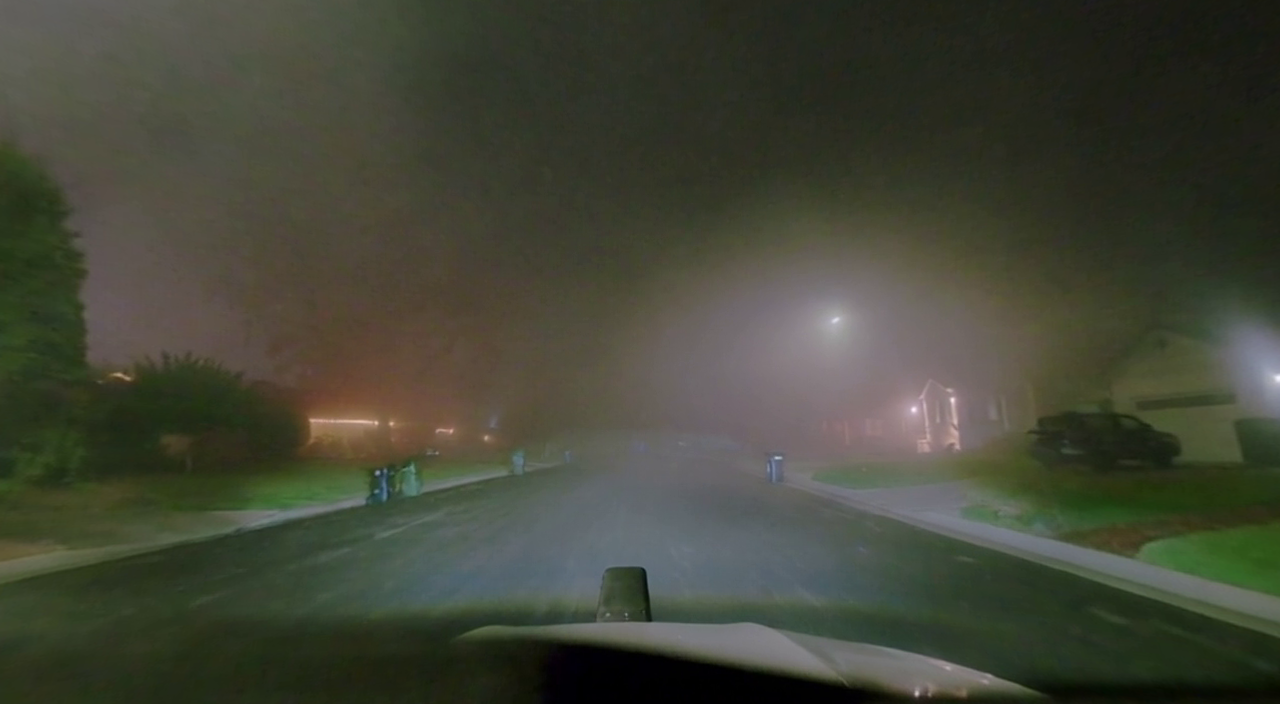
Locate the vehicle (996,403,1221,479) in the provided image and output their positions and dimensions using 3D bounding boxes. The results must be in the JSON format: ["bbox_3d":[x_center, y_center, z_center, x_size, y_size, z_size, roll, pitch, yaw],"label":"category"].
[{"bbox_3d":[12.376,2.391,16.838,4.581,1.853,2.024,2,-8,-7],"label":"vehicle"}]
